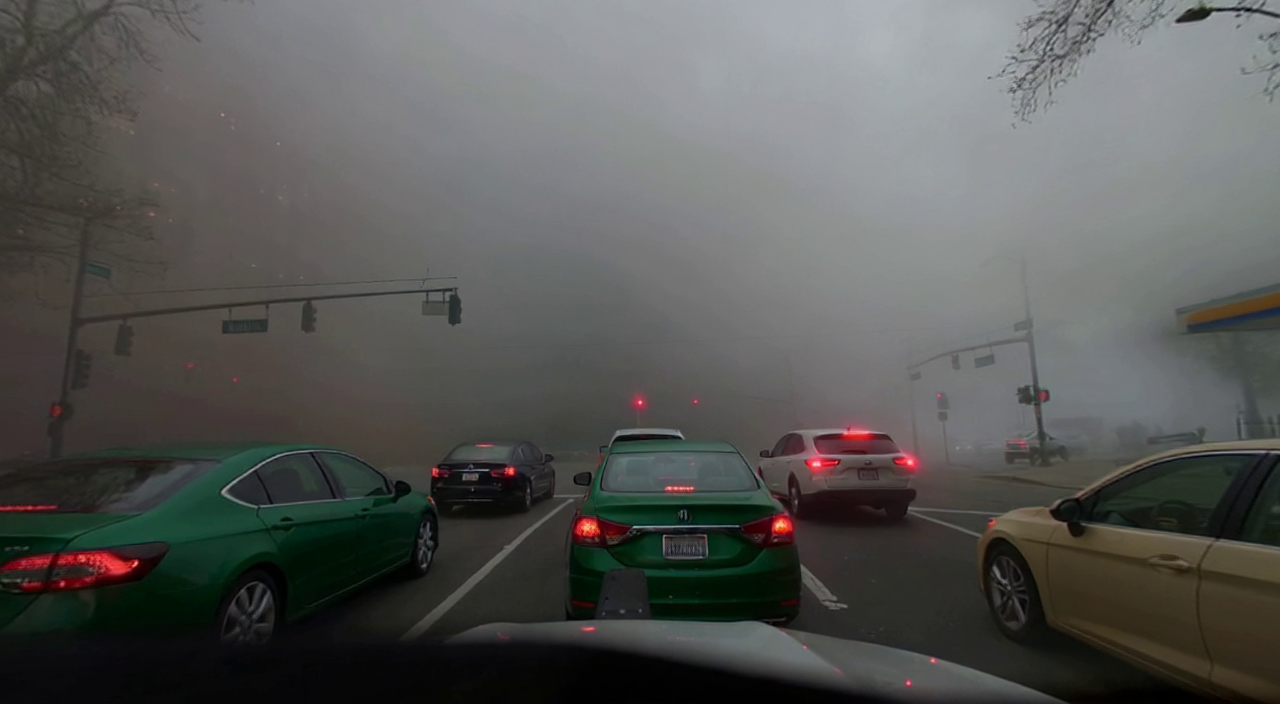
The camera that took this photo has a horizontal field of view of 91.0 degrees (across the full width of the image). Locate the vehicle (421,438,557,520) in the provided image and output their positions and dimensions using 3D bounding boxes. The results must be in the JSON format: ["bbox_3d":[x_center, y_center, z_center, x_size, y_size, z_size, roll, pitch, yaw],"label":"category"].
[{"bbox_3d":[-3.044,2.647,13.706,1.867,1.474,4.237,0,-9,1],"label":"vehicle"}]

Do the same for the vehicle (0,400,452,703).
[{"bbox_3d":[-3.004,1.260,4.615,1.887,1.493,4.255,0,-9,1],"label":"vehicle"}]

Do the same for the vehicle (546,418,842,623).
[{"bbox_3d":[0.348,1.588,6.948,2.220,1.507,4.317,0,-9,-2],"label":"vehicle"}]

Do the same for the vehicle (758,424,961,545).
[{"bbox_3d":[3.405,2.135,10.771,1.947,1.630,4.127,0,-9,0],"label":"vehicle"}]

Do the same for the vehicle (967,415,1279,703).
[{"bbox_3d":[4.186,1.132,3.591,1.950,1.497,4.686,0,-9,-2],"label":"vehicle"}]
